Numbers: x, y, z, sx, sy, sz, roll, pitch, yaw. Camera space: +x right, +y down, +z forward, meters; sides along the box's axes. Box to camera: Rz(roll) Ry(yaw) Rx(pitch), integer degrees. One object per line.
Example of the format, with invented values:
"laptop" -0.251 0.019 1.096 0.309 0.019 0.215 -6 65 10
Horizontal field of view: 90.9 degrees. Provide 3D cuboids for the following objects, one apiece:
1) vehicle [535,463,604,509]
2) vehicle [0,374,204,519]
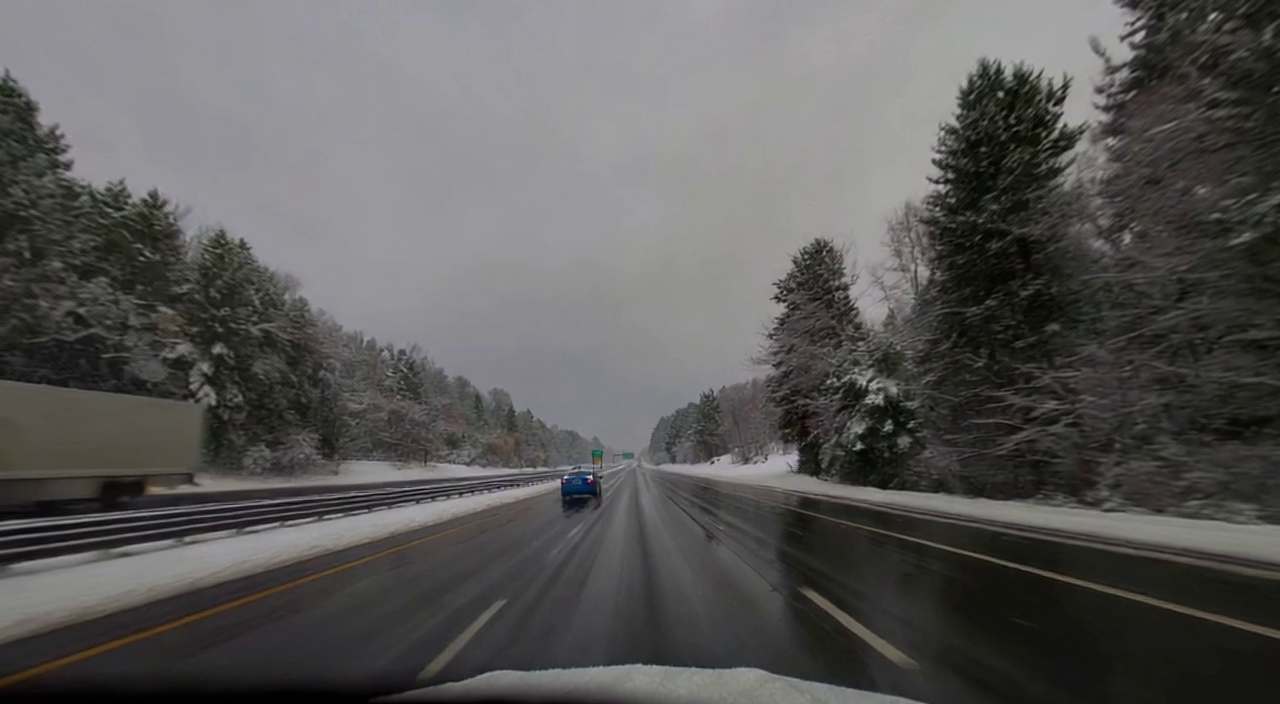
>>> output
"vehicle" -2.533 4.946 23.543 2.016 1.530 4.009 1 -11 1
"vehicle" -19.757 2.905 19.153 2.943 4.068 14.091 1 -11 0
